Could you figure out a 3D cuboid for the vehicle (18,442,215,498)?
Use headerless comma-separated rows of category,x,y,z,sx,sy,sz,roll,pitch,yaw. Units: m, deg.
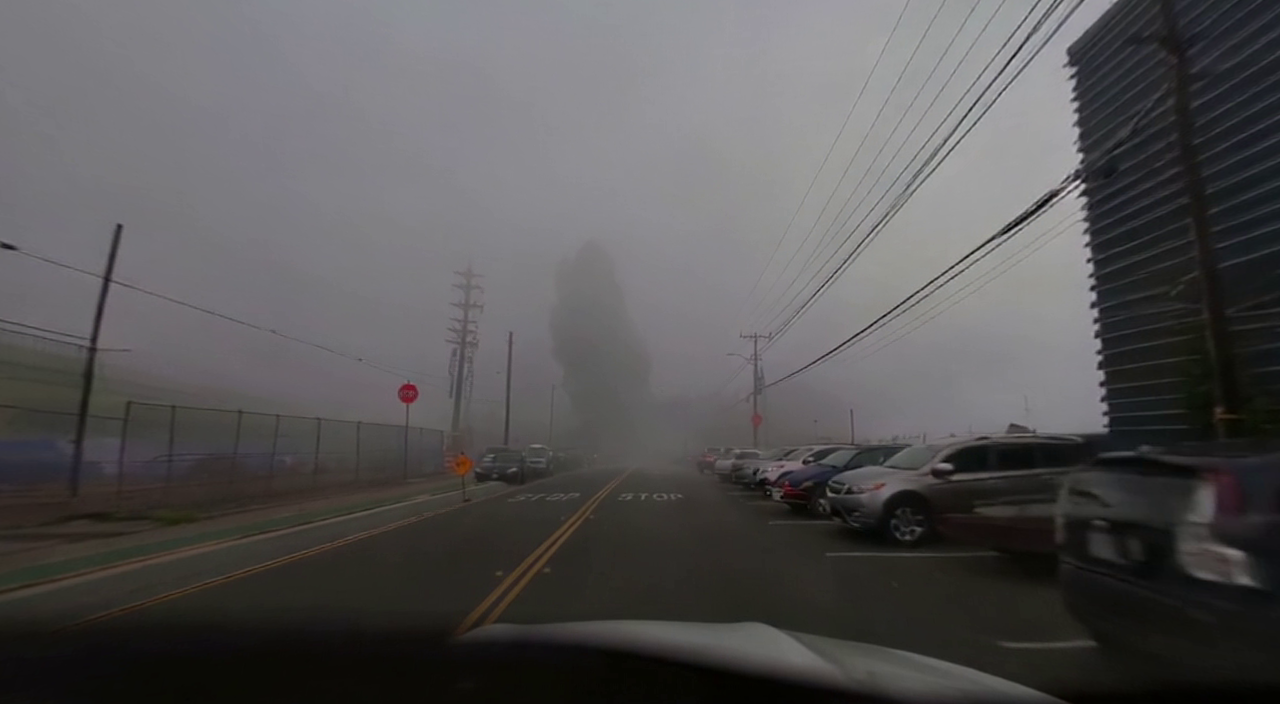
vehicle,-15.698,3.525,19.370,1.840,1.477,4.693,-1,-8,3

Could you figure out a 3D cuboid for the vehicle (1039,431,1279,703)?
vehicle,4.726,1.138,3.104,4.240,1.468,1.849,0,-8,-1

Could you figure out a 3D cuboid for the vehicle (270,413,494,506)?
vehicle,-6.431,2.731,16.175,4.727,1.976,1.970,3,-10,2

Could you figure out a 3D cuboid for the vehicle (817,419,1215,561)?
vehicle,5.032,1.897,9.080,4.402,1.770,1.933,-1,-8,3
